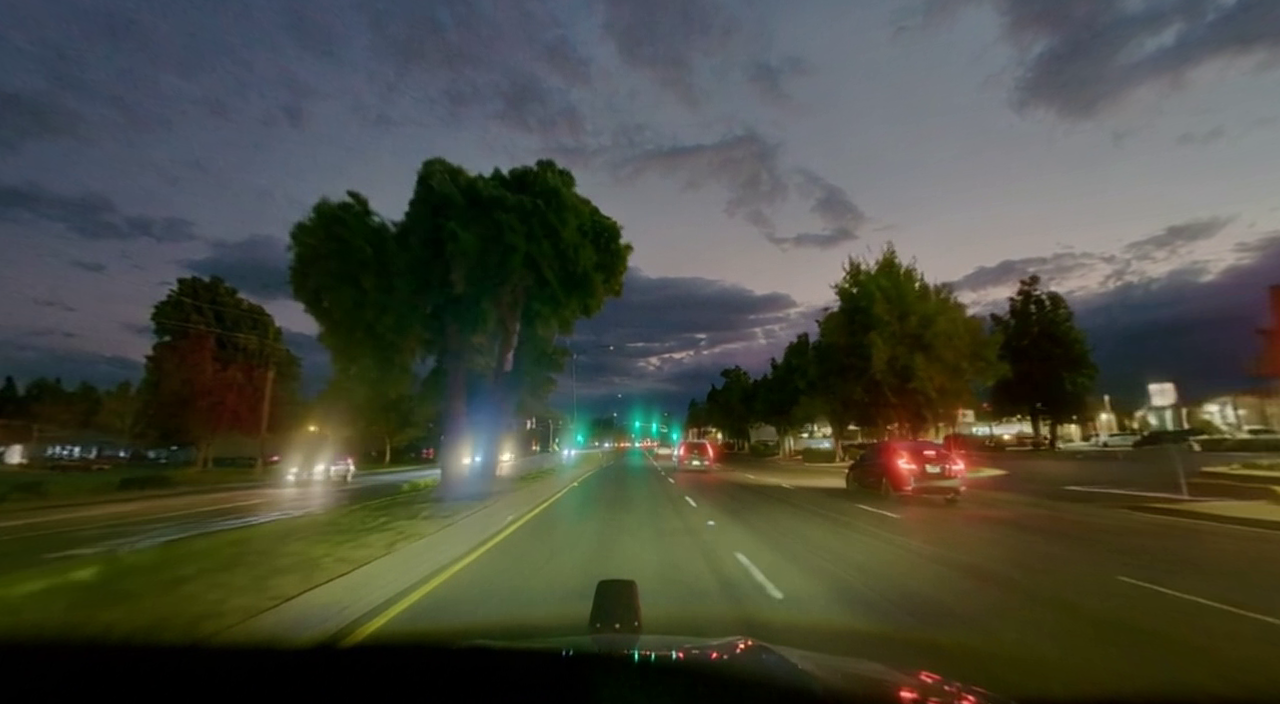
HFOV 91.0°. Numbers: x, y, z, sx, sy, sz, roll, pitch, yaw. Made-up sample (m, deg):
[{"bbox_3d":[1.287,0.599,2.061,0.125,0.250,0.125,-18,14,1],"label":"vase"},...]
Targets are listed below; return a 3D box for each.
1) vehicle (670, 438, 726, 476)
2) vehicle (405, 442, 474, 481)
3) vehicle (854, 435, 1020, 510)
[{"bbox_3d":[2.629,4.909,29.622,2.161,1.676,4.151,0,-9,-1],"label":"vehicle"},{"bbox_3d":[-9.426,5.177,29.939,1.968,1.684,4.265,0,-9,-2],"label":"vehicle"},{"bbox_3d":[6.852,2.796,15.107,1.886,1.528,4.169,0,-9,-1],"label":"vehicle"}]
